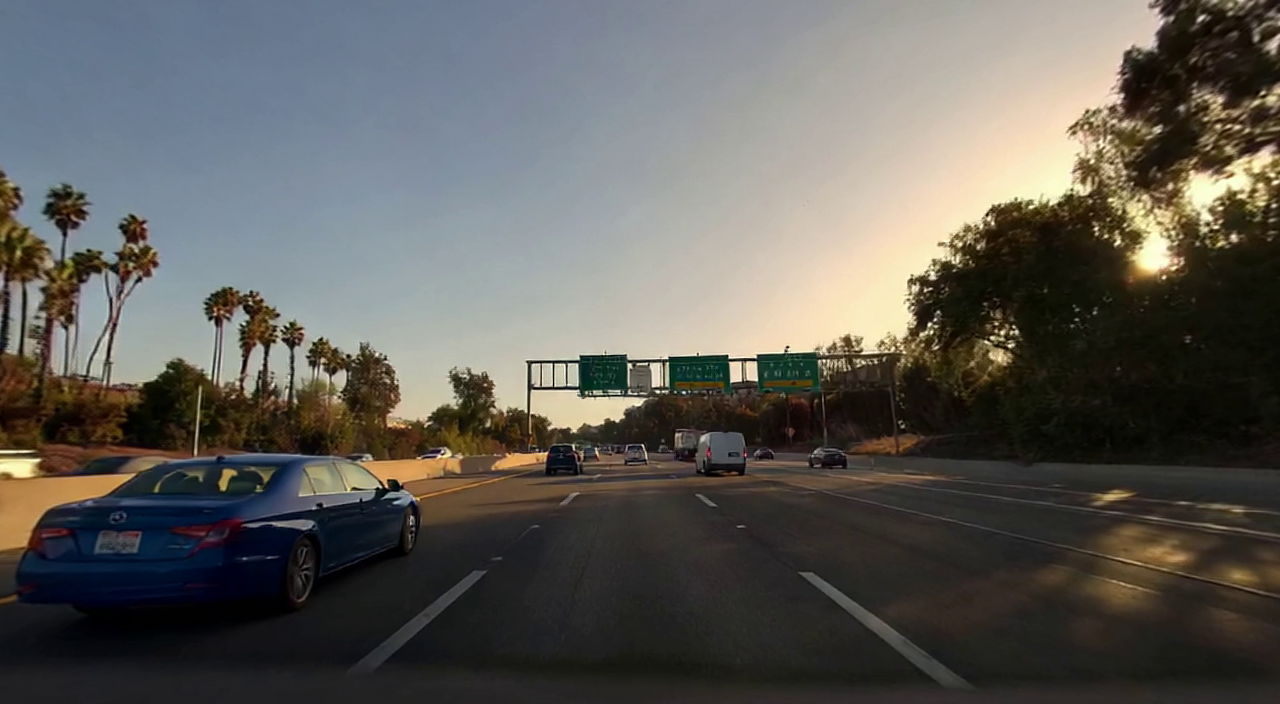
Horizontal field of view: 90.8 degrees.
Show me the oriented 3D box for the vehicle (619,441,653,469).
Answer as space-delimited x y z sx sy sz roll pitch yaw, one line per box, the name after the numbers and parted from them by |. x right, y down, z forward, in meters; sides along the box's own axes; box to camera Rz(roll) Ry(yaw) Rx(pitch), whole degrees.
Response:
-0.302 7.016 43.135 2.212 1.786 4.198 0 -9 -1 | vehicle

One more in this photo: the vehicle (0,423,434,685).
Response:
-3.638 1.481 5.830 1.991 1.469 4.381 0 -9 0 | vehicle

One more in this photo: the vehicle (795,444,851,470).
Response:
11.628 6.733 40.597 2.010 1.535 4.980 0 -9 -1 | vehicle

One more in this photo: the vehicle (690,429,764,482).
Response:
3.624 4.492 27.682 2.250 2.074 5.723 0 -9 -2 | vehicle

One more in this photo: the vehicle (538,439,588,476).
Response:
-4.049 5.641 33.965 2.109 1.793 4.613 0 -9 0 | vehicle
